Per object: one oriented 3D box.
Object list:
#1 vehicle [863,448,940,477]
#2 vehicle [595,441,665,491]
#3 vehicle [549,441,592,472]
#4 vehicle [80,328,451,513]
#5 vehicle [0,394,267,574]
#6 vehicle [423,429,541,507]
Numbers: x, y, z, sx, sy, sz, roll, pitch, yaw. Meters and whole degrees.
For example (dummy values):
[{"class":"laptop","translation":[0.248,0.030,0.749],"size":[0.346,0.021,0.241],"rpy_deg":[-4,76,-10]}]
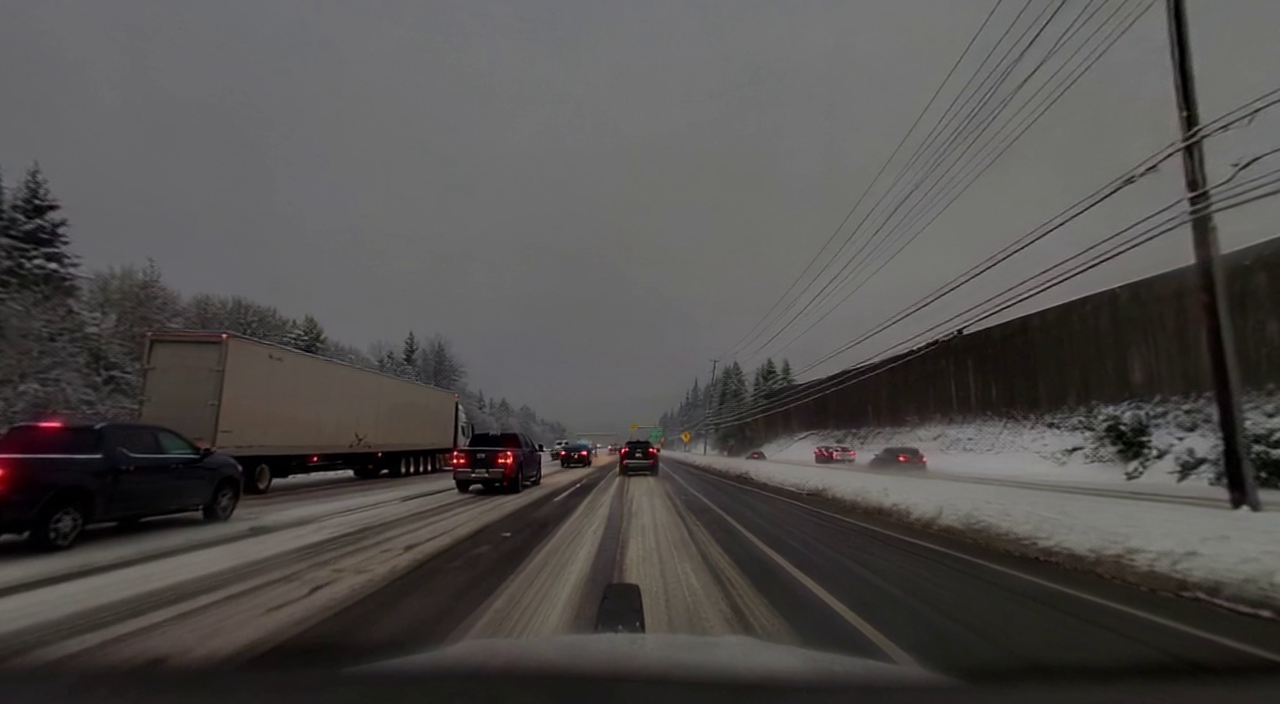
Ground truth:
[{"class":"vehicle","translation":[14.093,5.965,34.395],"size":[2.027,1.478,4.849],"rpy_deg":[0,-9,-1]},{"class":"vehicle","translation":[-0.321,3.726,20.900],"size":[2.089,1.477,3.818],"rpy_deg":[0,-9,-1]},{"class":"vehicle","translation":[-4.062,6.194,37.667],"size":[1.976,1.705,4.176],"rpy_deg":[0,-9,1]},{"class":"vehicle","translation":[-10.647,2.710,22.139],"size":[2.892,4.073,16.528],"rpy_deg":[0,-9,0]},{"class":"vehicle","translation":[-7.593,1.658,8.459],"size":[2.054,1.825,5.072],"rpy_deg":[0,-9,0]},{"class":"vehicle","translation":[-3.864,2.912,16.302],"size":[1.923,1.716,4.289],"rpy_deg":[0,-9,0]}]
